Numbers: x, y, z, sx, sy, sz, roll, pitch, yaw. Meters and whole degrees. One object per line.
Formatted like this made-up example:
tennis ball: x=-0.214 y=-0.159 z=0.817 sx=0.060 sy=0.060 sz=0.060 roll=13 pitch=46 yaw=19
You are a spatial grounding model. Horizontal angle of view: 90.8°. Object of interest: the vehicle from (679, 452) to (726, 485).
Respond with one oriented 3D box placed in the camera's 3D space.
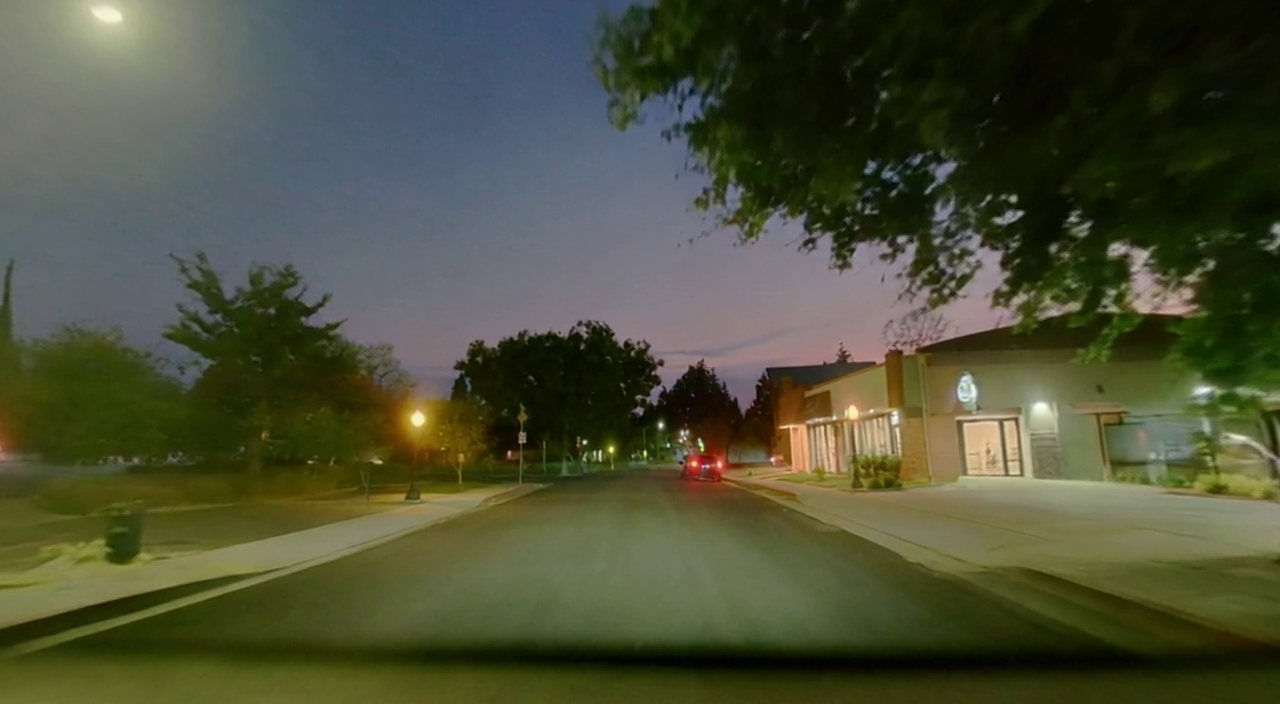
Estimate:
vehicle: x=3.161 y=6.017 z=32.972 sx=2.064 sy=1.532 sz=4.596 roll=0 pitch=-9 yaw=1
